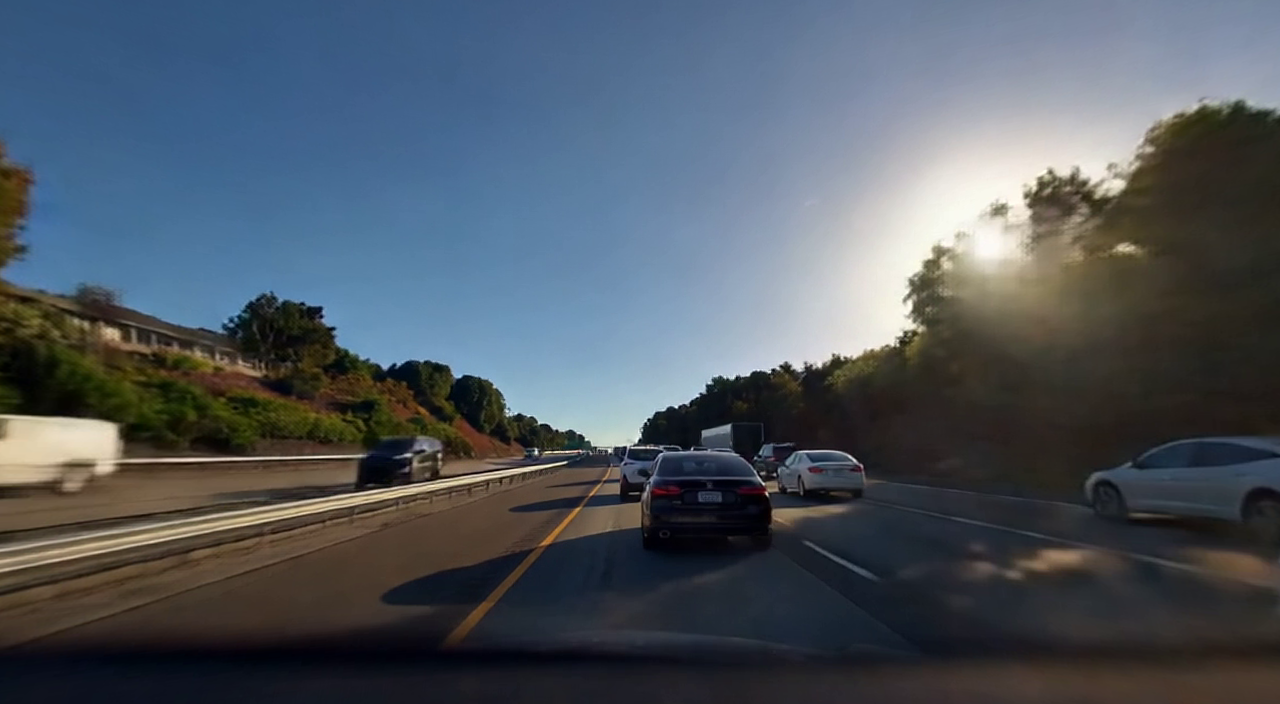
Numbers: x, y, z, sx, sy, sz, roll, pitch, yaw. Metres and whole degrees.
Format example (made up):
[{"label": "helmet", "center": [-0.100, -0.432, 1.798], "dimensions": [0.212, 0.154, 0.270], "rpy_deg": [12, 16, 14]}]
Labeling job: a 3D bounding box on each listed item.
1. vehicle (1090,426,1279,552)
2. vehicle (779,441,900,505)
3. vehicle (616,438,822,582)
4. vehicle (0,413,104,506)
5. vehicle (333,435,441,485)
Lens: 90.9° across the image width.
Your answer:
[{"label": "vehicle", "center": [9.206, 1.981, 9.515], "dimensions": [1.950, 1.594, 3.735], "rpy_deg": [0, -9, -1]}, {"label": "vehicle", "center": [5.308, 3.261, 17.387], "dimensions": [1.908, 1.500, 4.157], "rpy_deg": [0, -9, -1]}, {"label": "vehicle", "center": [0.760, 1.901, 8.318], "dimensions": [2.094, 1.426, 3.725], "rpy_deg": [0, -9, -1]}, {"label": "vehicle", "center": [-12.612, 1.944, 11.325], "dimensions": [1.991, 1.677, 4.499], "rpy_deg": [0, -9, -1]}, {"label": "vehicle", "center": [-8.148, 3.521, 20.743], "dimensions": [1.865, 1.479, 3.882], "rpy_deg": [-1, -9, 1]}]
